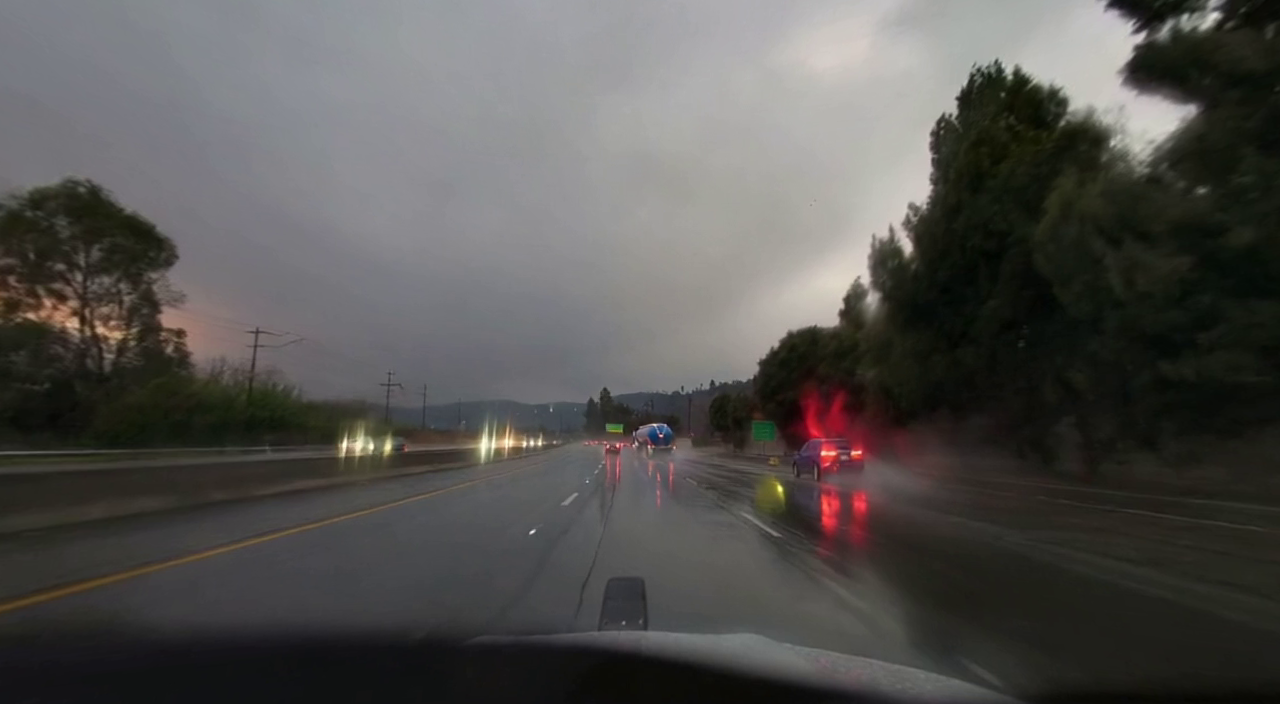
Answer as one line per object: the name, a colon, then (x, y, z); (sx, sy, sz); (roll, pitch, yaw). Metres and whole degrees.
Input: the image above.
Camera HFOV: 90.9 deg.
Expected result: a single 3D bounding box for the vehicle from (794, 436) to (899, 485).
vehicle: (6.883, 3.658, 21.601); (1.905, 1.480, 4.624); (0, -8, -2)
